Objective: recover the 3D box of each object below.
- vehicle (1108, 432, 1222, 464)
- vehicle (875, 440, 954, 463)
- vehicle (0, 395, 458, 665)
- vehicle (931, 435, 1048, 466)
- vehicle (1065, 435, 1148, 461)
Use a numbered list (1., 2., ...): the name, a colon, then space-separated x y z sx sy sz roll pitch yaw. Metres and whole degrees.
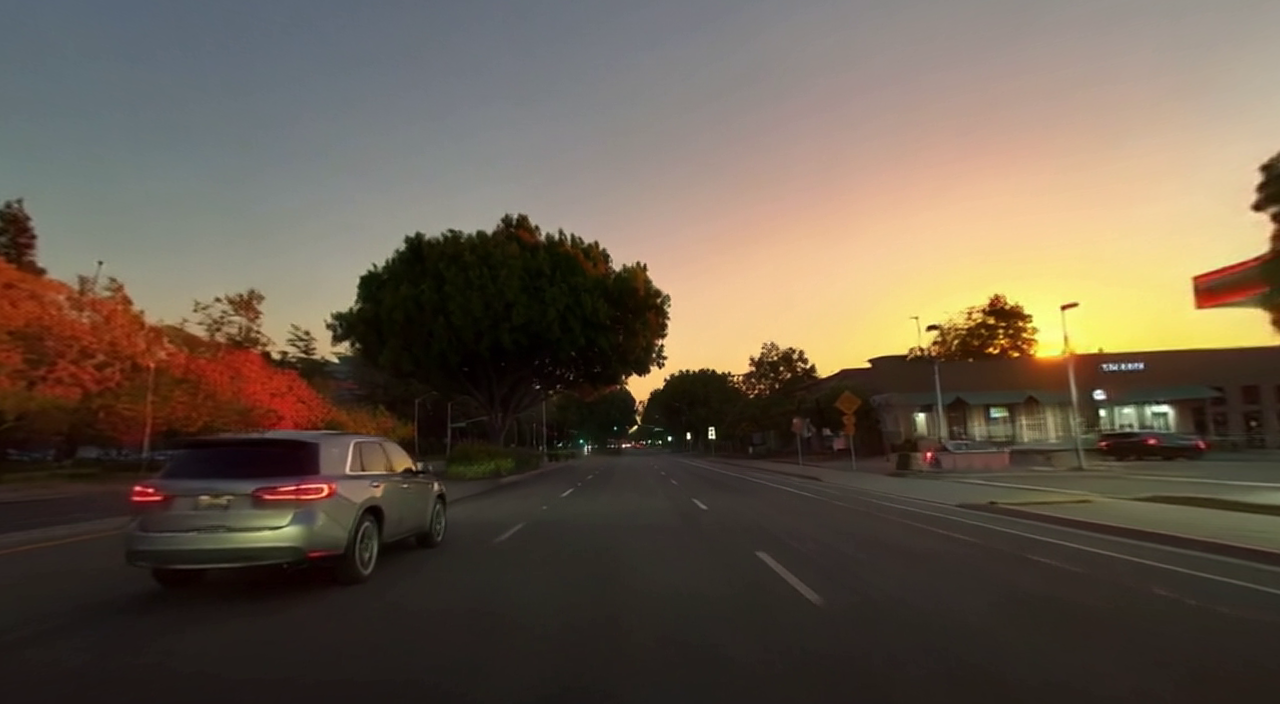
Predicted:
1. vehicle: 30.085 5.514 36.205 4.507 1.752 2.016 -1 -9 9
2. vehicle: 18.242 6.619 41.982 4.398 1.457 1.806 0 -9 1
3. vehicle: -3.527 1.450 6.309 2.039 1.656 4.710 0 -9 -1
4. vehicle: 17.427 4.955 31.616 4.671 1.466 1.937 0 -9 5
5. vehicle: 30.706 6.353 41.530 3.806 1.635 1.937 -1 -9 7
